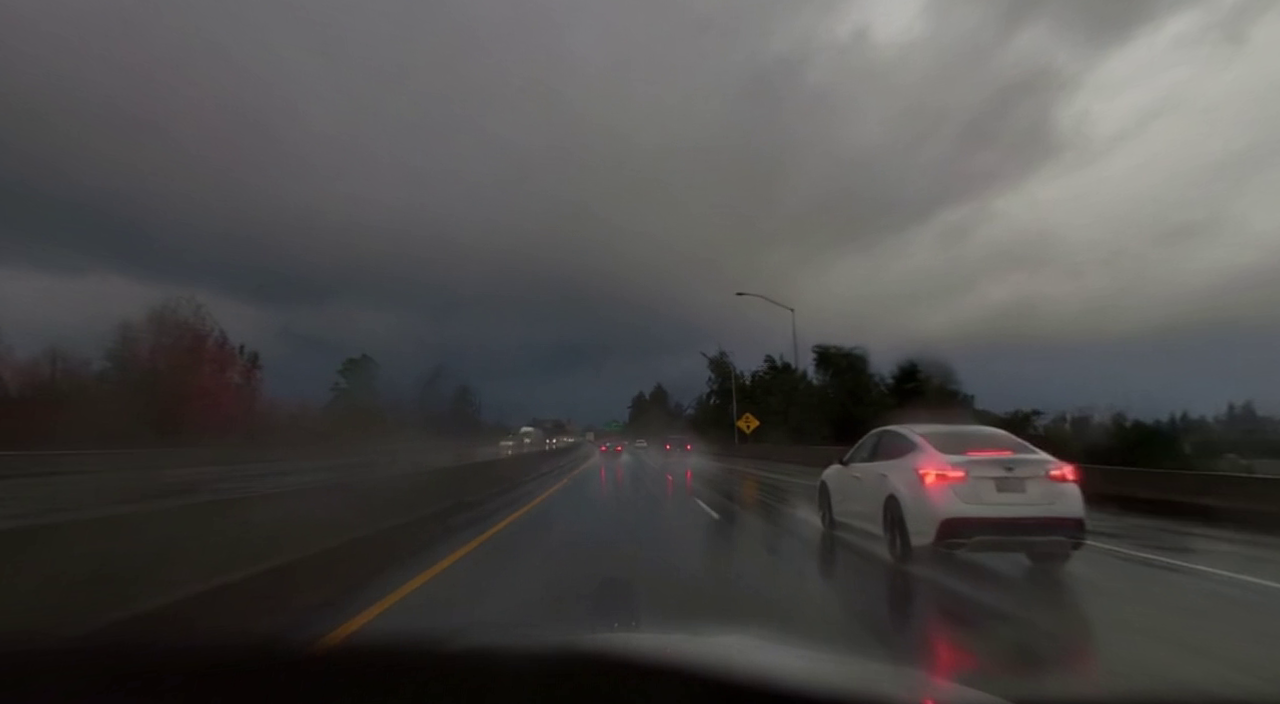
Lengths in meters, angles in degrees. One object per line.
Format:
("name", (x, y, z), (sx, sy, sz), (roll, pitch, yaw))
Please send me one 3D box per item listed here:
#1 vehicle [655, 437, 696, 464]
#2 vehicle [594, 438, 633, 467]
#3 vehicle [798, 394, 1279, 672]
("vehicle", (2.132, 6.057, 38.909), (2.146, 1.546, 3.796), (0, -8, -2))
("vehicle", (-1.592, 5.898, 37.125), (2.178, 1.559, 4.254), (0, -8, -3))
("vehicle", (3.310, 1.389, 6.212), (2.055, 1.566, 5.046), (0, -8, -2))
